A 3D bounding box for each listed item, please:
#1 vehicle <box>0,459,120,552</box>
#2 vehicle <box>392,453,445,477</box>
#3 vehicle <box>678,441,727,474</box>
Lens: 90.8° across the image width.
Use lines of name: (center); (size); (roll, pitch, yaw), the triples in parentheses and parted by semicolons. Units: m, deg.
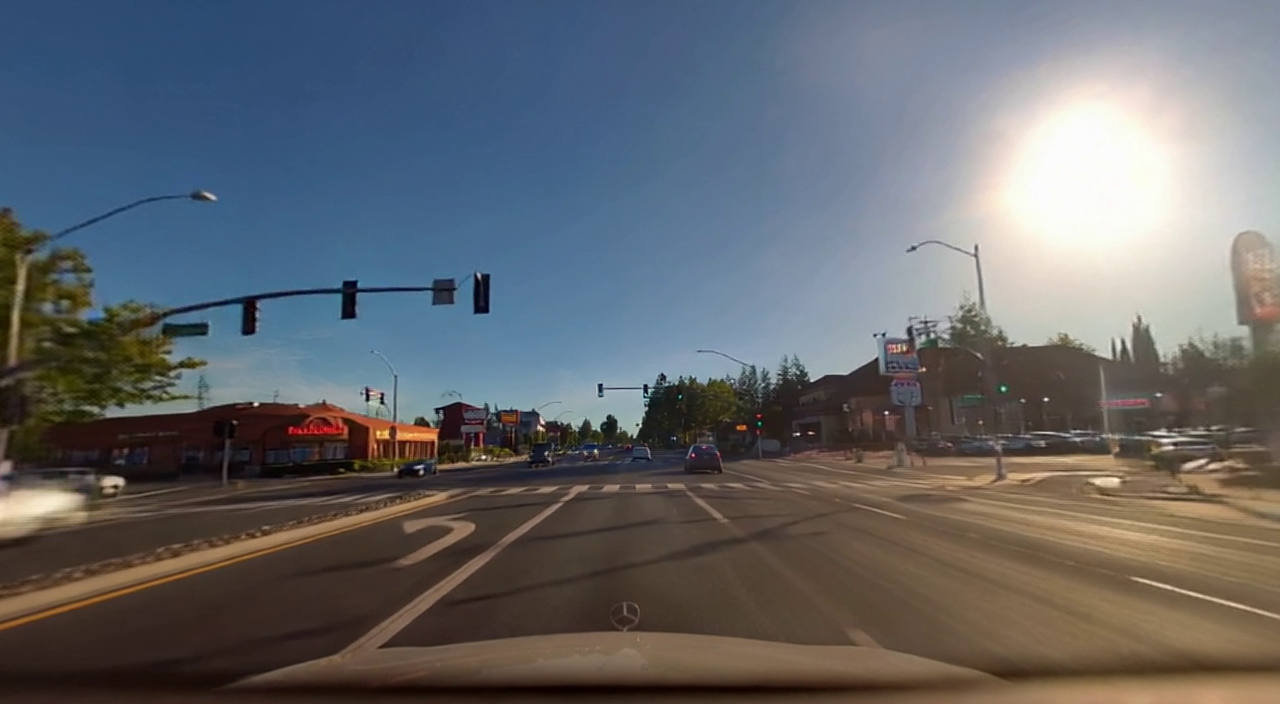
vehicle: (-11.626, 2.607, 10.630); (1.891, 1.481, 4.533); (0, -8, -1)
vehicle: (-15.486, 7.901, 44.461); (2.086, 1.483, 4.418); (0, -8, 0)
vehicle: (3.250, 5.599, 33.848); (2.022, 1.643, 4.326); (0, -8, -2)
